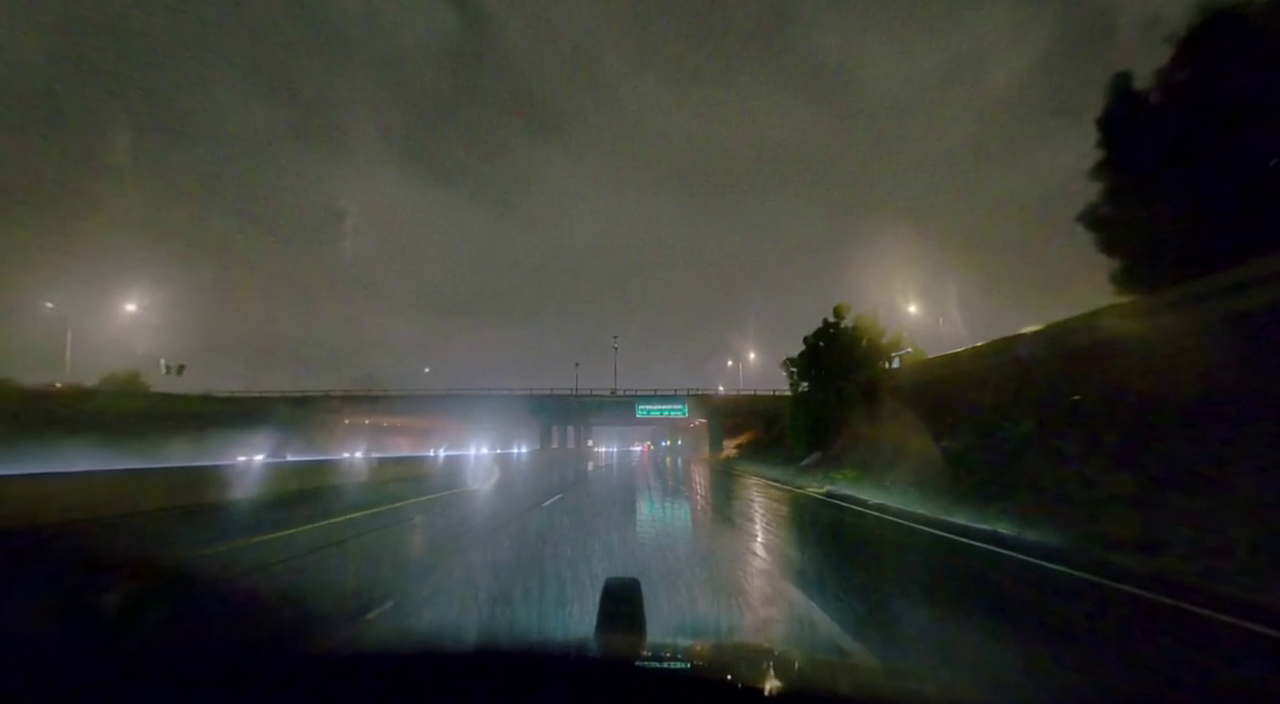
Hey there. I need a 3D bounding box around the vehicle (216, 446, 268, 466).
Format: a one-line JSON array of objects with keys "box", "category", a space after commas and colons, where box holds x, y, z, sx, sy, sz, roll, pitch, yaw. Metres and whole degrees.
[{"box": [-31.198, 8.141, 49.418, 1.631, 1.429, 3.685, -1, -9, 1], "category": "vehicle"}]
